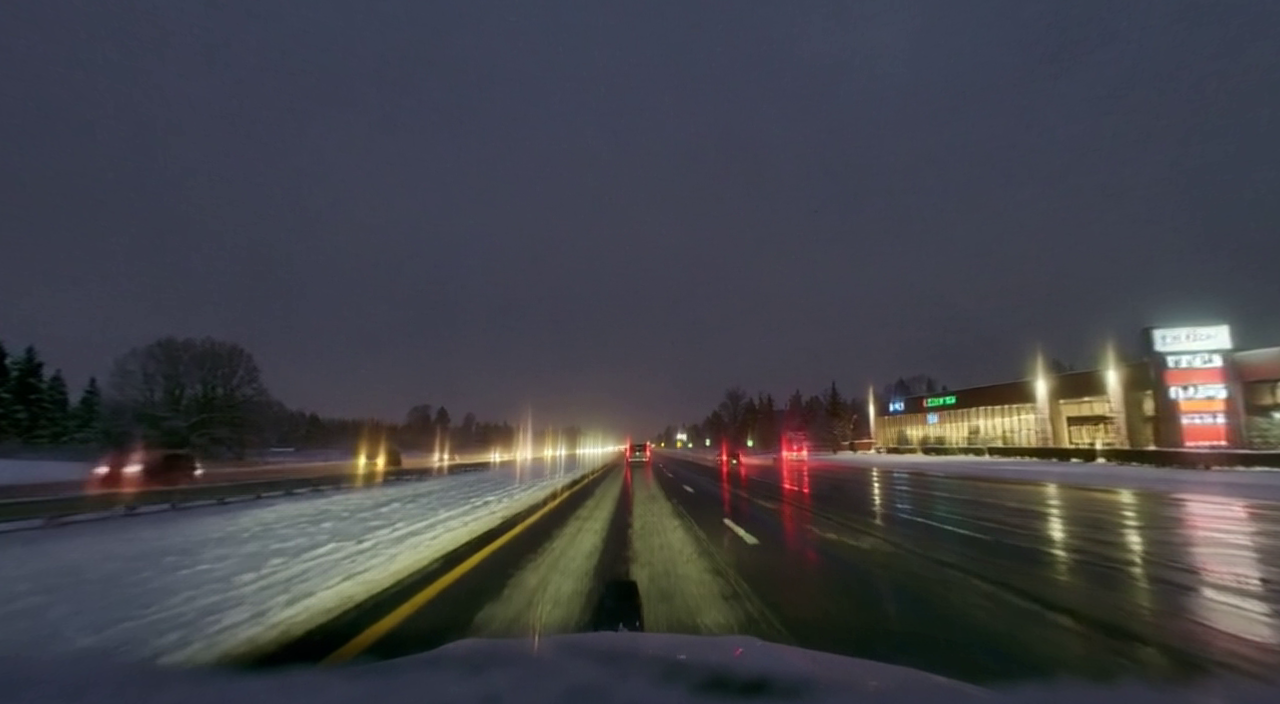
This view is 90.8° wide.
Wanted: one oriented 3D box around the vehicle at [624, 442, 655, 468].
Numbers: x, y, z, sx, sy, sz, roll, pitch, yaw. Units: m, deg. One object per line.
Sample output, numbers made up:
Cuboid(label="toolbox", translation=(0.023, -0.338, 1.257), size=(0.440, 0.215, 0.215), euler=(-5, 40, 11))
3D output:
Cuboid(label="vehicle", translation=(-0.097, 7.836, 48.267), size=(2.154, 1.786, 5.045), euler=(0, -9, -2))

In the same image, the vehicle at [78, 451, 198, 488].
Cuboid(label="vehicle", translation=(-22.603, 5.273, 28.710), size=(1.828, 1.461, 4.468), euler=(0, -9, -2))

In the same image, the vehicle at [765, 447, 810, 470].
Cuboid(label="vehicle", translation=(10.180, 7.367, 44.015), size=(1.953, 1.473, 4.512), euler=(0, -9, -2))

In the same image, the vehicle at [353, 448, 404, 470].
Cuboid(label="vehicle", translation=(-19.118, 7.815, 46.387), size=(1.886, 1.478, 4.535), euler=(0, -9, 0))

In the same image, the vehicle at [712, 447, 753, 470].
Cuboid(label="vehicle", translation=(6.317, 7.277, 43.553), size=(1.976, 1.477, 4.448), euler=(0, -9, -2))
